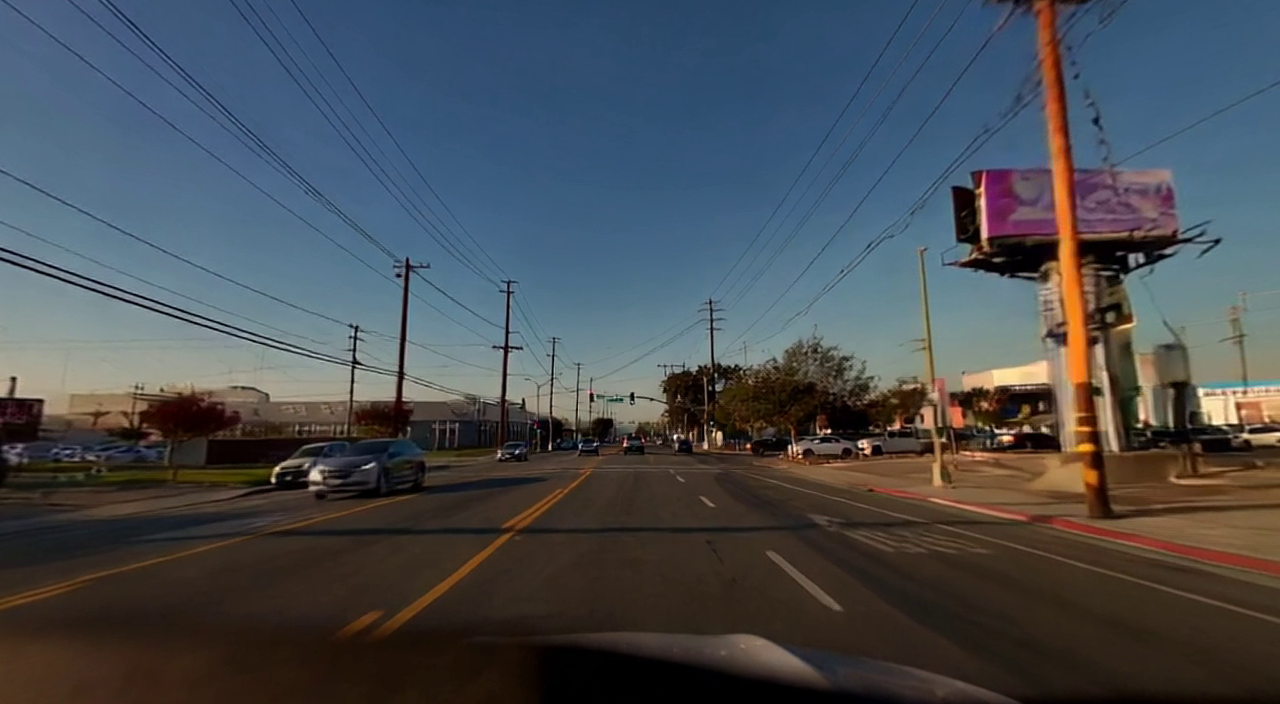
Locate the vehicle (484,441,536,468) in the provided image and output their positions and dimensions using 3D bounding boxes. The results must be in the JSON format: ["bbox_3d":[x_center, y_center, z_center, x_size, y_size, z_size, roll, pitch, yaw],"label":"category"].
[{"bbox_3d":[-7.435,5.916,36.631,2.020,1.479,4.612,0,-8,0],"label":"vehicle"}]

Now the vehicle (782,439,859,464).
[{"bbox_3d":[11.298,6.261,39.705,4.238,1.464,1.862,0,-9,2],"label":"vehicle"}]

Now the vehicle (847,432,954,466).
[{"bbox_3d":[15.077,5.617,36.768,5.307,1.877,2.052,0,-8,-1],"label":"vehicle"}]

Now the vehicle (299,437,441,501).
[{"bbox_3d":[-7.282,3.191,17.677,1.952,1.536,4.623,0,-8,0],"label":"vehicle"}]

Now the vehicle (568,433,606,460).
[{"bbox_3d":[-3.910,7.073,47.356,2.277,1.904,5.583,0,-8,1],"label":"vehicle"}]

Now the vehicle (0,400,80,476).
[{"bbox_3d":[-32.241,4.555,33.362,3.976,3.736,2.624,-6,-11,33],"label":"vehicle"}]

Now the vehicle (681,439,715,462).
[{"bbox_3d":[4.038,6.964,44.775,1.926,1.482,4.442,0,-8,-1],"label":"vehicle"}]

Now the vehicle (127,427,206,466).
[{"bbox_3d":[-33.069,6.628,44.206,3.915,2.641,1.656,1,-9,-3],"label":"vehicle"}]
